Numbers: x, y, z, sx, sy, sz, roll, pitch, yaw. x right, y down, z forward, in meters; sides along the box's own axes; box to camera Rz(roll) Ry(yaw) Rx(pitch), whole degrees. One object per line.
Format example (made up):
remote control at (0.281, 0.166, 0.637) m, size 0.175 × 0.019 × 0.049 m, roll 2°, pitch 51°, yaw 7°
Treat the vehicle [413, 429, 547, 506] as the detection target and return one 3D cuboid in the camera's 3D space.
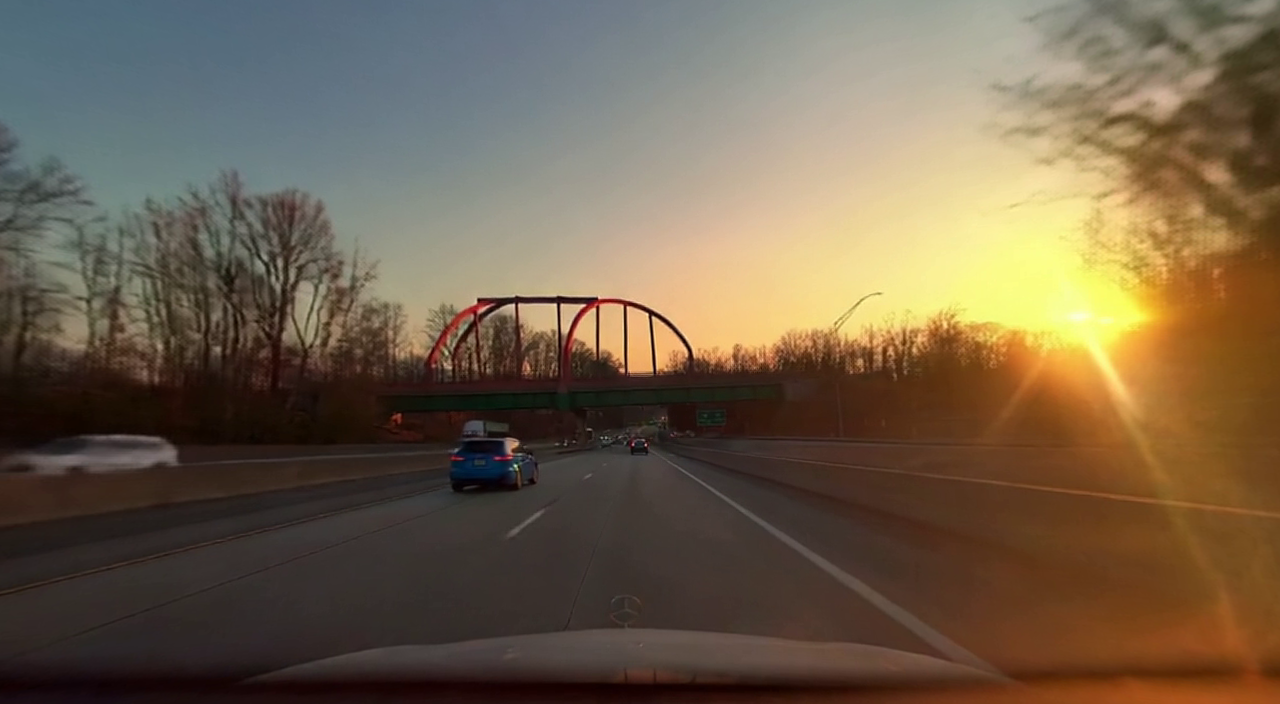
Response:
vehicle at (-3.600, 2.678, 15.045) m, size 2.052 × 1.556 × 4.405 m, roll 0°, pitch -8°, yaw 0°
